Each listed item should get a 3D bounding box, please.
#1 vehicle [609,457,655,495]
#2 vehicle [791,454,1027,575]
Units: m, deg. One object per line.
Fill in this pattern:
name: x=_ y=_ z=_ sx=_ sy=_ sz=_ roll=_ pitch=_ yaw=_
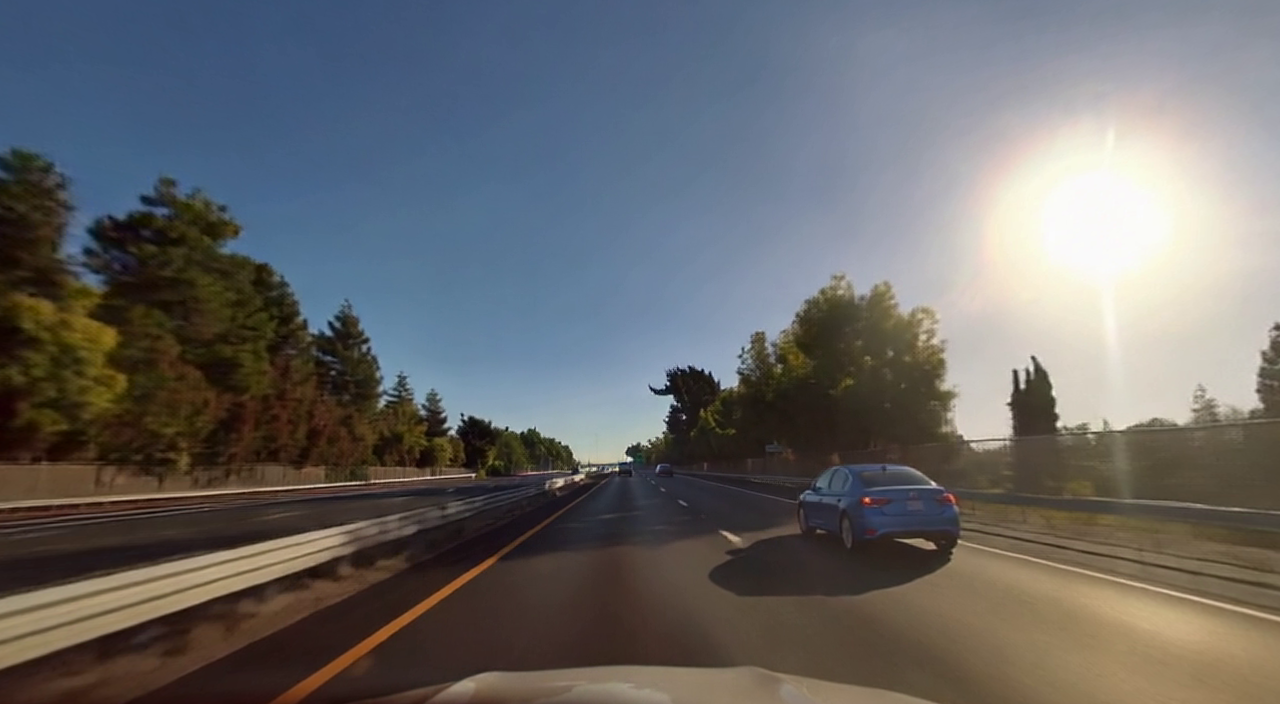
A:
vehicle: x=-0.363 y=5.856 z=29.870 sx=2.037 sy=1.605 sz=3.833 roll=1 pitch=-11 yaw=-1
vehicle: x=3.937 y=2.459 z=10.138 sx=1.938 sy=1.494 sz=4.032 roll=1 pitch=-11 yaw=-1
